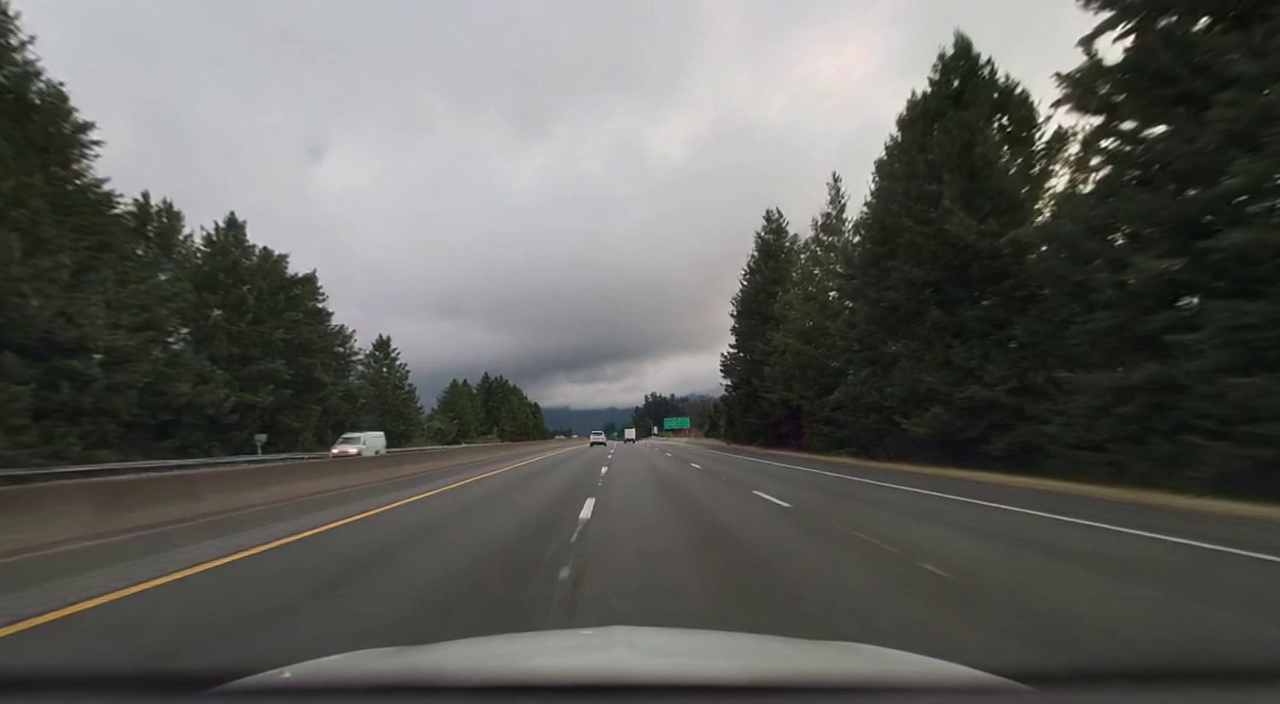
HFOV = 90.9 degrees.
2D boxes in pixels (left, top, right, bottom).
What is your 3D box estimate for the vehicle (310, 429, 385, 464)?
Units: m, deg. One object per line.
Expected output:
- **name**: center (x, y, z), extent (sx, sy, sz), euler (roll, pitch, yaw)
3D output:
- **vehicle**: center (-20.730, 6.682, 45.055), extent (2.424, 2.291, 6.442), euler (0, -8, -1)
